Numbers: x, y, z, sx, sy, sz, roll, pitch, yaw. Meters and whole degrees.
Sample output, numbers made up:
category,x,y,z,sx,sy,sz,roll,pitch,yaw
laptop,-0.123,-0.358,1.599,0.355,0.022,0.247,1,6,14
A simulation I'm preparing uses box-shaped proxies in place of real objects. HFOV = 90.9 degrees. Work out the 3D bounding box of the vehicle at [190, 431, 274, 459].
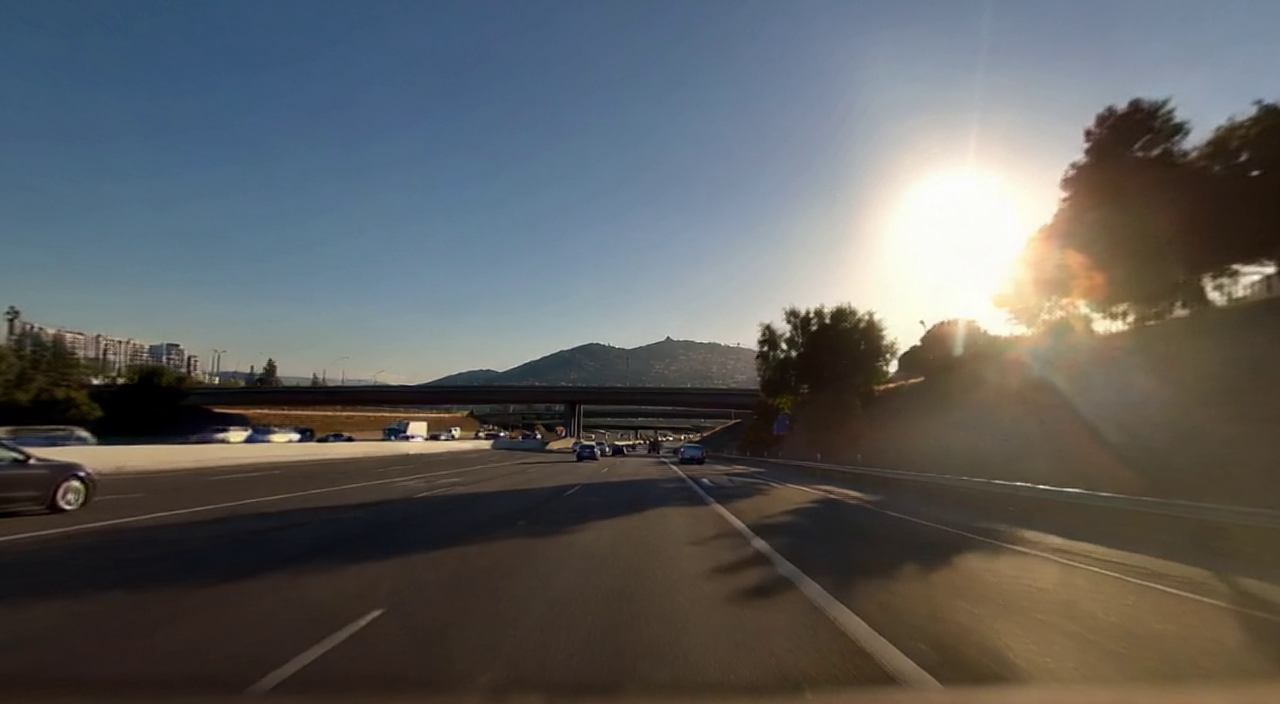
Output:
category,x,y,z,sx,sy,sz,roll,pitch,yaw
vehicle,-25.938,5.931,40.332,2.070,1.648,4.869,0,-8,2

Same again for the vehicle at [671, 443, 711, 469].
category,x,y,z,sx,sy,sz,roll,pitch,yaw
vehicle,3.095,6.457,39.354,2.059,1.509,4.670,0,-8,0
